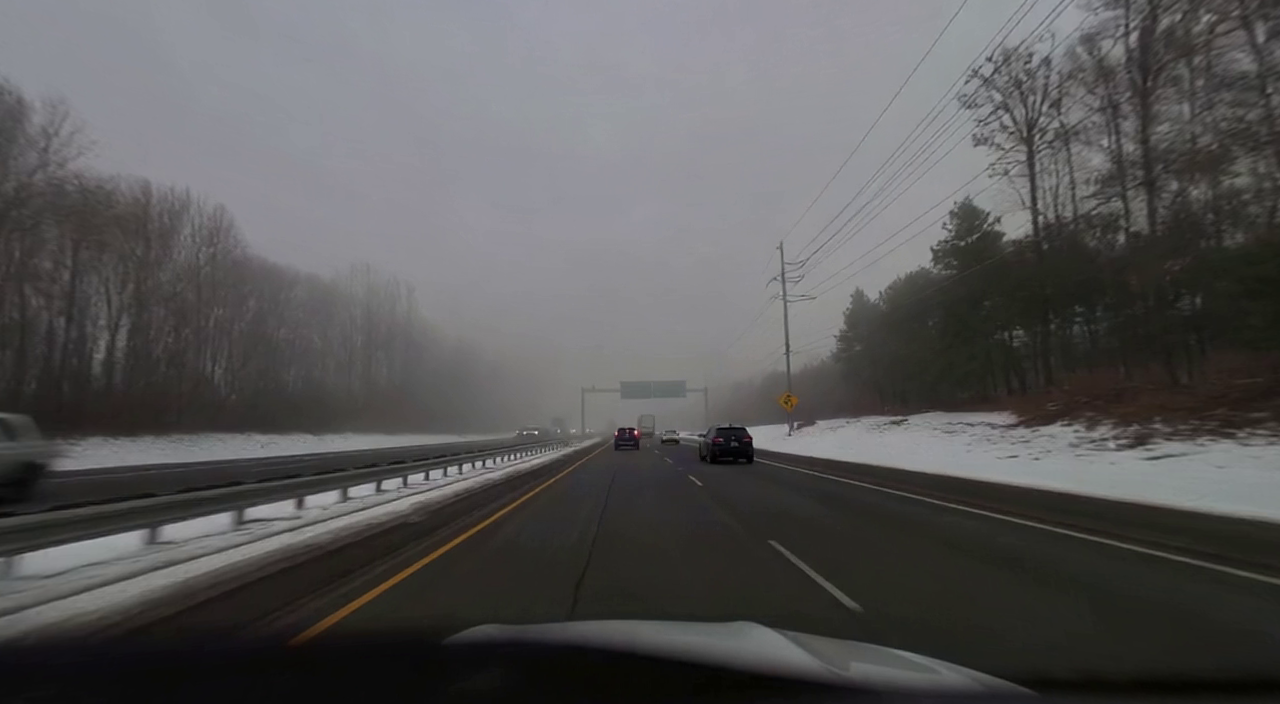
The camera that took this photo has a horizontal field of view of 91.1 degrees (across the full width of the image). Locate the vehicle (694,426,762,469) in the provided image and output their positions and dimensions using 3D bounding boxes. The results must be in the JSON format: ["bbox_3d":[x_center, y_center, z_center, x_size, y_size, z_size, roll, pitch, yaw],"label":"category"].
[{"bbox_3d":[3.414,3.773,25.107,2.062,1.581,3.914,0,-8,-1],"label":"vehicle"}]

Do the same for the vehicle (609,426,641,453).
[{"bbox_3d":[-0.985,5.768,41.518,2.019,1.642,3.790,0,-8,-1],"label":"vehicle"}]
